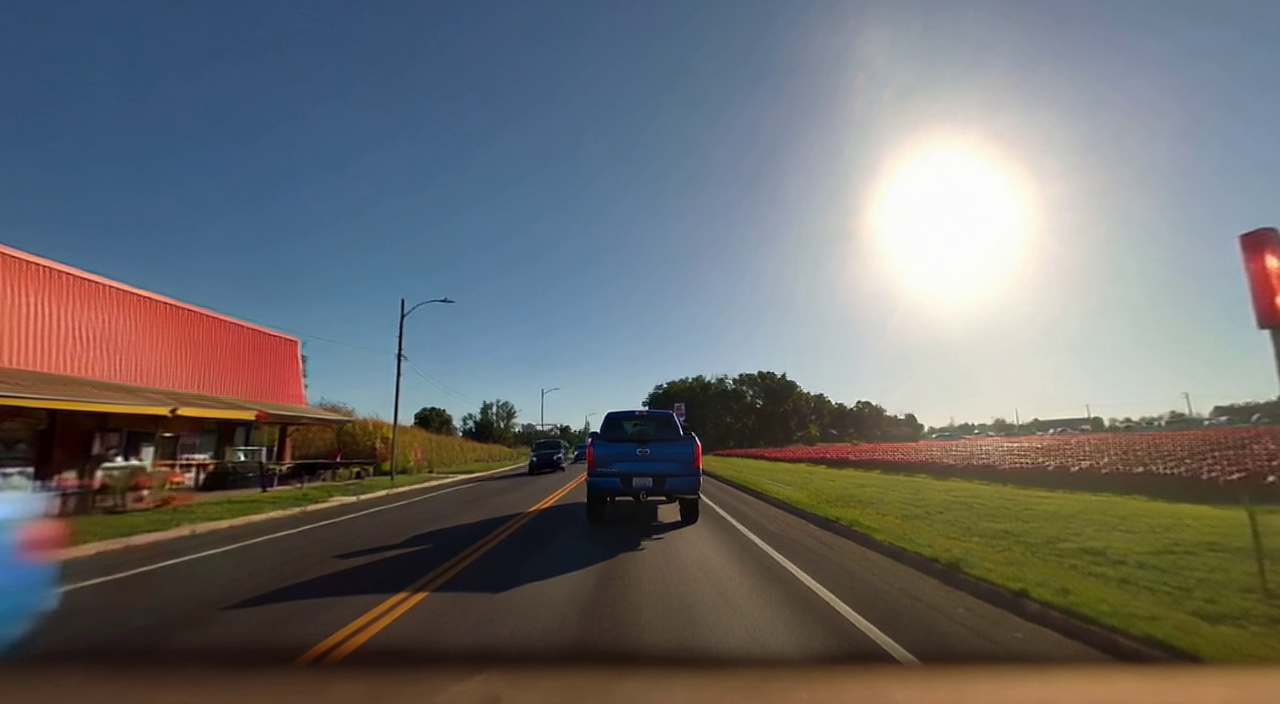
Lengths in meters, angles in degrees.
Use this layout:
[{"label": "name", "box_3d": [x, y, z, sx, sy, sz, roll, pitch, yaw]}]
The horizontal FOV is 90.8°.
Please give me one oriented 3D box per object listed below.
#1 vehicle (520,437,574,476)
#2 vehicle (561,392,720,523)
[{"label": "vehicle", "box_3d": [-4.604, 5.245, 31.918, 2.081, 1.681, 4.325, -3, -8, -1]}, {"label": "vehicle", "box_3d": [-0.071, 2.226, 13.794, 2.693, 2.223, 5.885, 0, -8, -2]}]
